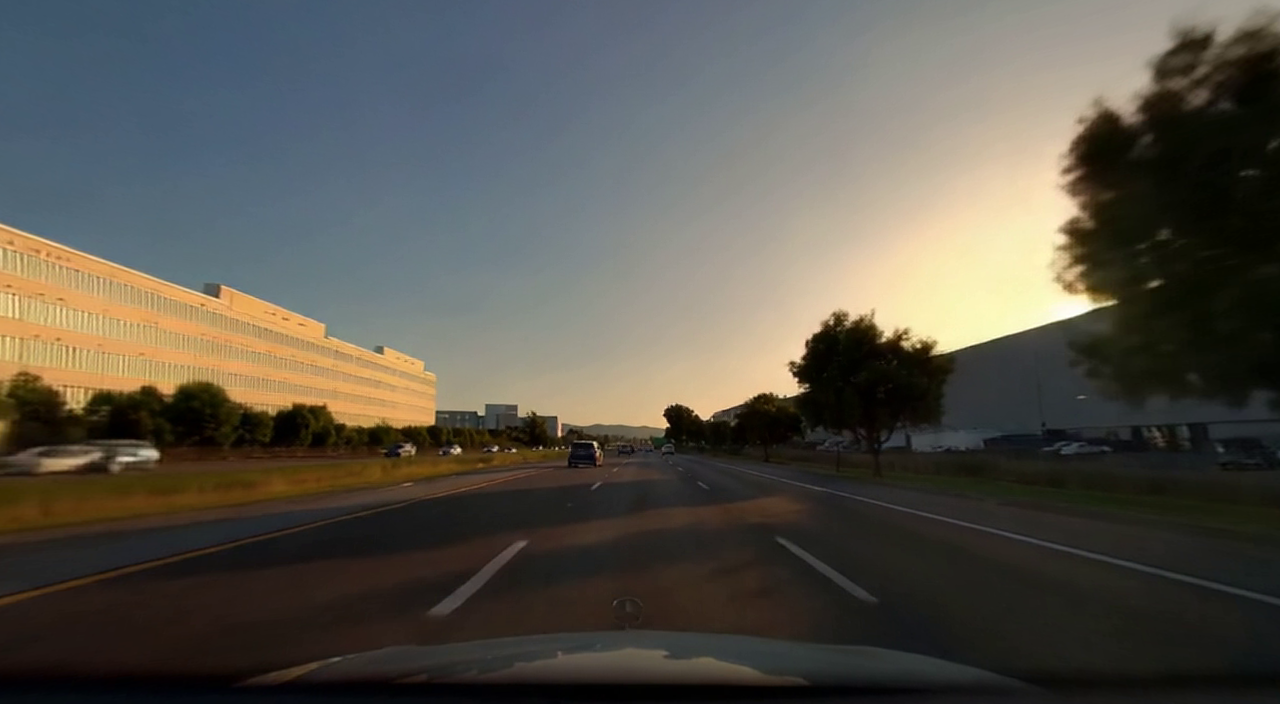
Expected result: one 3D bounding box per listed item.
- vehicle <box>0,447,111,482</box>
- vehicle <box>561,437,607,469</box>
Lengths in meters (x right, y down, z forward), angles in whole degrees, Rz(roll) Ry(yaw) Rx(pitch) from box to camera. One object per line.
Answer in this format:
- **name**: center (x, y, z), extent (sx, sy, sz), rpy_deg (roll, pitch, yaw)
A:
- **vehicle**: center (-27.935, 5.242, 29.768), extent (1.898, 1.487, 4.519), rpy_deg (0, -9, 0)
- **vehicle**: center (-3.396, 6.251, 39.134), extent (2.218, 1.850, 4.774), rpy_deg (0, -9, 2)
